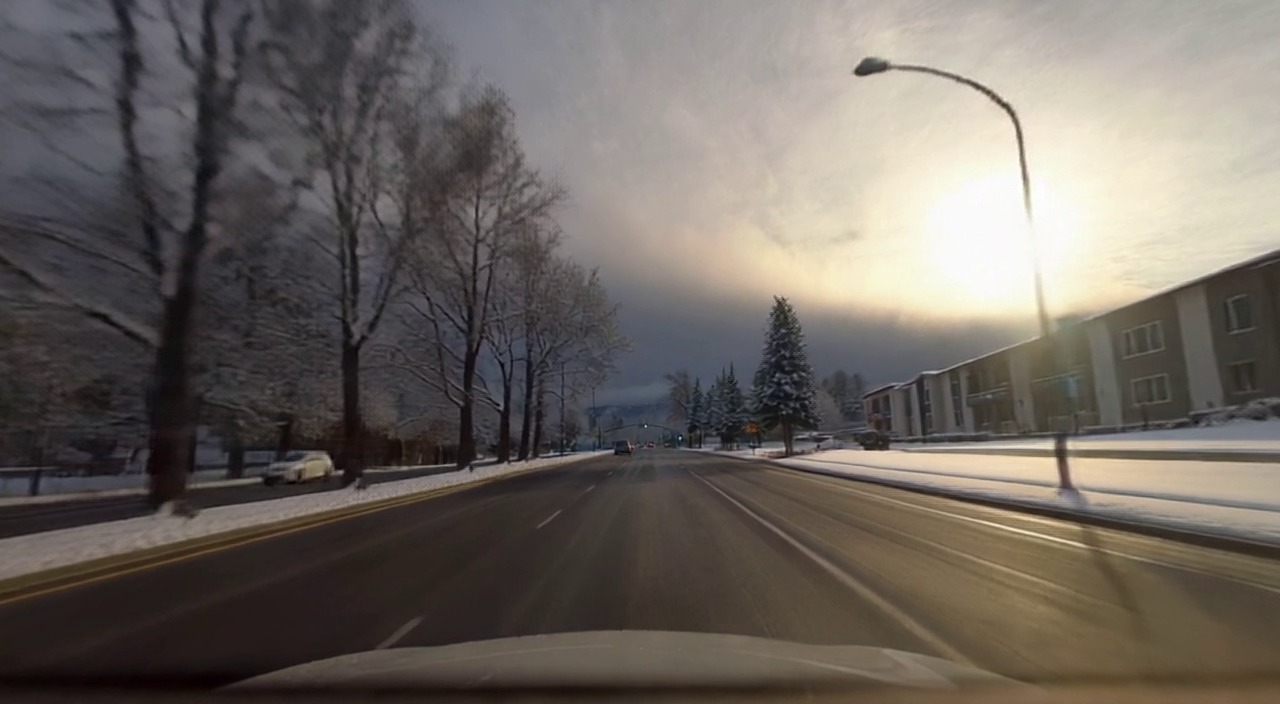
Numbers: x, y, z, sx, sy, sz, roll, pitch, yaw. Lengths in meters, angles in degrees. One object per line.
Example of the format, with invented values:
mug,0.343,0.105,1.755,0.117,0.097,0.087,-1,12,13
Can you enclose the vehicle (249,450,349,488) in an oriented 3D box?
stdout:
vehicle,-16.353,5.619,30.533,2.168,1.634,4.610,0,-8,2
